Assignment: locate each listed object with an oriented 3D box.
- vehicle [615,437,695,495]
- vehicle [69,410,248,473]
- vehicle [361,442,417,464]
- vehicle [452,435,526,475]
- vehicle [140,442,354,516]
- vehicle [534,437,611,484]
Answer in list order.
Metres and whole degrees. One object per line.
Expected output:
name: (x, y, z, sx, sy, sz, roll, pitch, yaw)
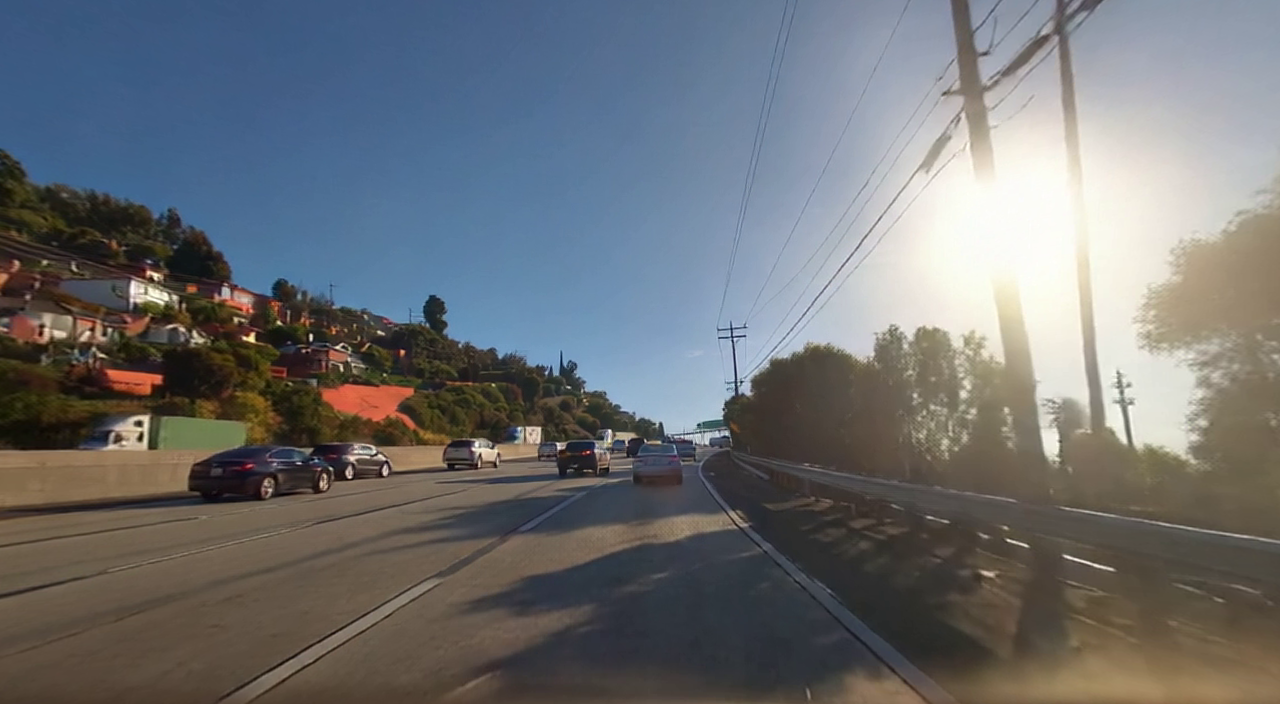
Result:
vehicle: (0.532, 3.292, 18.566, 2.109, 1.495, 3.935, -1, -8, 4)
vehicle: (-28.034, 5.345, 37.521, 2.962, 3.232, 9.077, -1, -8, 4)
vehicle: (-18.737, 7.537, 47.255, 1.902, 1.536, 4.561, -1, -8, 6)
vehicle: (-7.439, 5.115, 31.518, 2.080, 1.833, 4.461, -1, -8, 7)
vehicle: (-8.994, 2.900, 15.030, 1.959, 1.469, 4.450, -1, -8, 5)
vehicle: (-2.528, 4.222, 24.858, 2.121, 1.639, 4.383, -1, -8, 6)
